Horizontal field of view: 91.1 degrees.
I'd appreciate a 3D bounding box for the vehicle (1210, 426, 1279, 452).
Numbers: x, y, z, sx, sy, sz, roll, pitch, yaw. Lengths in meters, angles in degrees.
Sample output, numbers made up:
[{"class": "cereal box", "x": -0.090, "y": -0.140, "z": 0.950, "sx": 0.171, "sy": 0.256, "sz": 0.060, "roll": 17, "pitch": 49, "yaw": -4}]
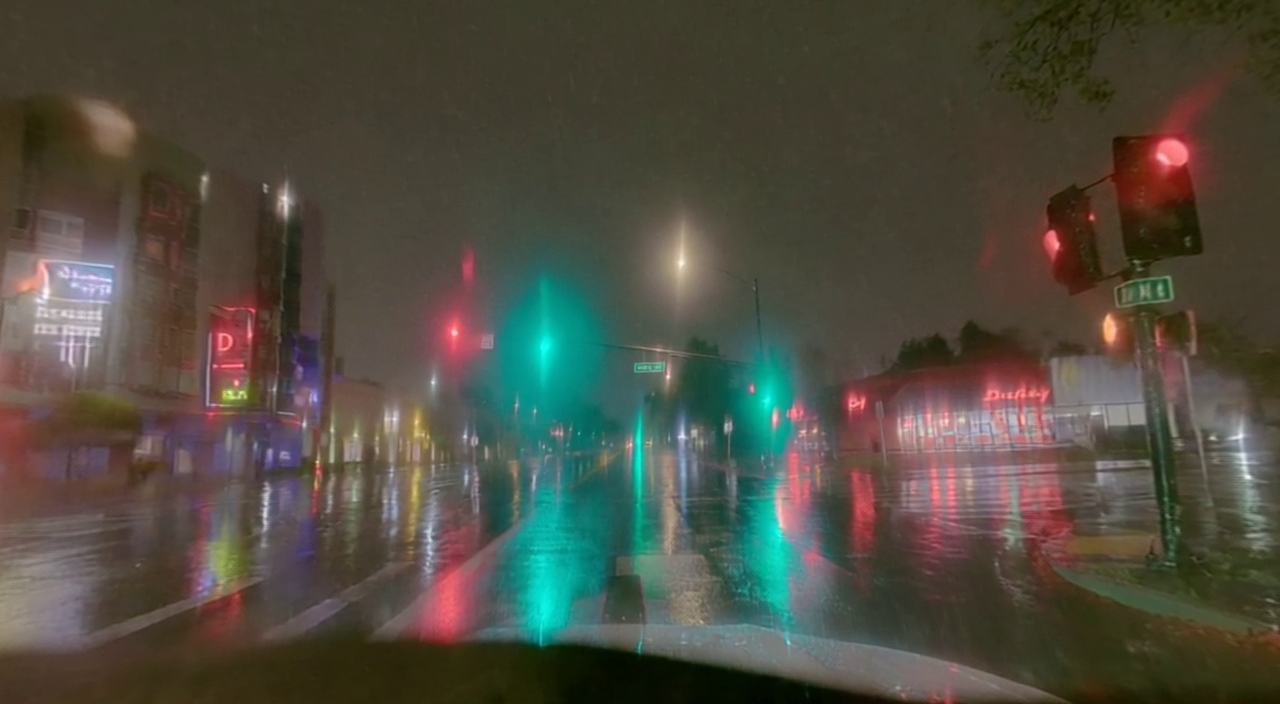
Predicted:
[{"class": "vehicle", "x": 35.295, "y": 4.893, "z": 35.279, "sx": 4.493, "sy": 1.453, "sz": 1.849, "roll": 0, "pitch": -9, "yaw": 3}]
